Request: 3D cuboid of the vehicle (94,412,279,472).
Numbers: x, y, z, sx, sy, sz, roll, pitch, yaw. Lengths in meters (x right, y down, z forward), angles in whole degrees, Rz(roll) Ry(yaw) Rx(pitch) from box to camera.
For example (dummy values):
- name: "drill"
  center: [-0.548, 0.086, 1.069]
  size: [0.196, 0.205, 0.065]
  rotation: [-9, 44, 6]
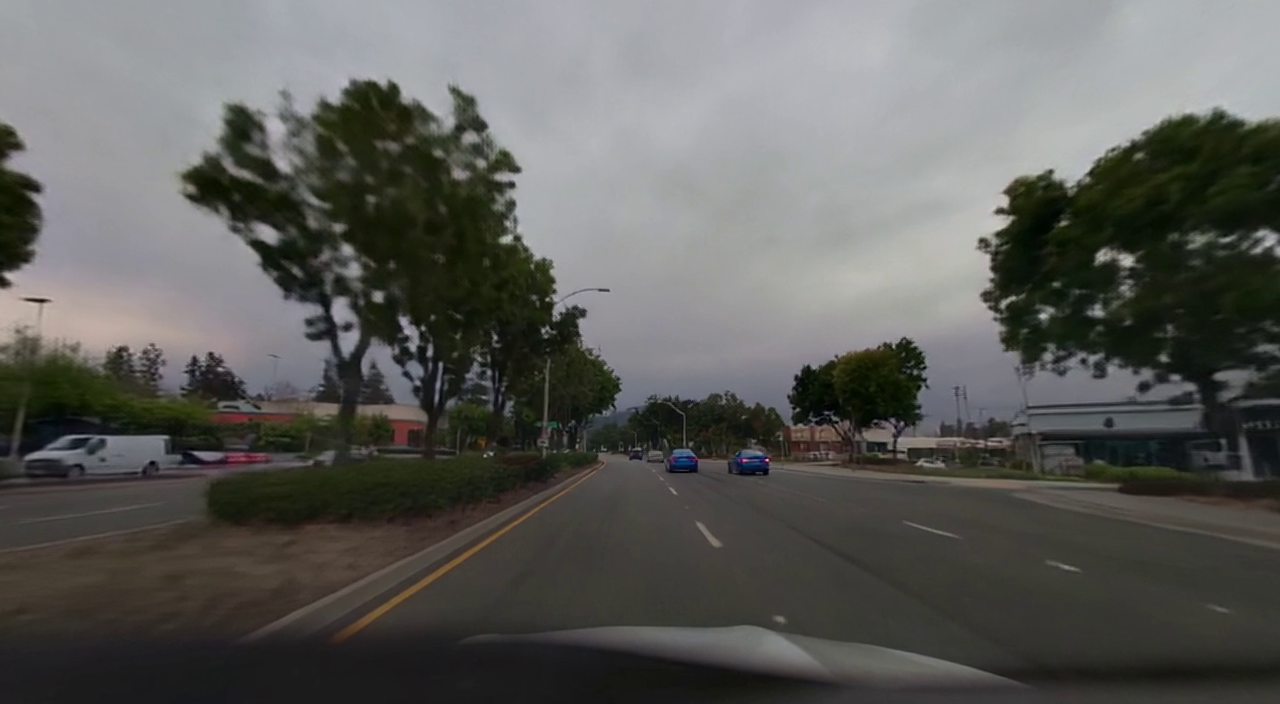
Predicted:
- name: "vehicle"
  center: [-26.462, 5.355, 37.216]
  size: [8.121, 3.260, 2.889]
  rotation: [2, -9, -12]

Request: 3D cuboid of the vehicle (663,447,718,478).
- name: "vehicle"
  center: [2.493, 5.617, 32.318]
  size: [2.256, 1.451, 4.313]
  rotation: [1, -9, -3]

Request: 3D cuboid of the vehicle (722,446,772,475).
- name: "vehicle"
  center: [5.962, 6.087, 35.504]
  size: [1.886, 1.528, 4.169]
  rotation: [1, -9, -3]

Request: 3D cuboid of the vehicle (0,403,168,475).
- name: "vehicle"
  center: [-26.922, 4.110, 29.470]
  size: [6.822, 3.138, 2.979]
  rotation: [3, -9, -17]

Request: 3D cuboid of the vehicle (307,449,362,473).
- name: "vehicle"
  center: [-20.181, 7.218, 41.785]
  size: [1.730, 1.516, 3.847]
  rotation: [0, -9, -1]
